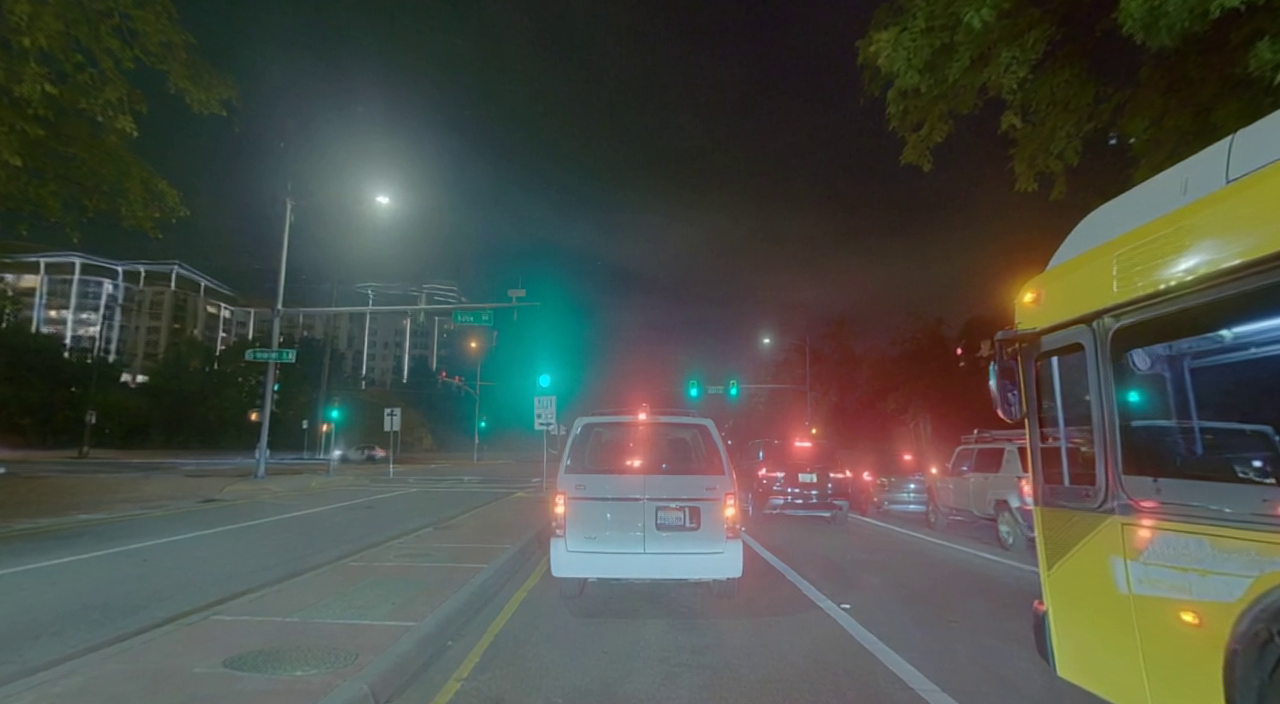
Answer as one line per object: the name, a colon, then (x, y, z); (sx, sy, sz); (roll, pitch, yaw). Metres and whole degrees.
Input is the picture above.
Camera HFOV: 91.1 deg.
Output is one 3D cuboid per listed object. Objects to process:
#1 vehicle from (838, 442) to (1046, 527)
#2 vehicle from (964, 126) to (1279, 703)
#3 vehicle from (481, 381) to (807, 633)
vehicle: (5.962, 2.638, 13.221); (1.987, 1.457, 4.675); (0, -8, -1)
vehicle: (2.606, 0.317, 0.420); (2.037, 2.065, 5.037); (0, -8, 0)
vehicle: (0.000, 1.474, 6.999); (2.381, 1.842, 4.603); (0, -8, -1)
